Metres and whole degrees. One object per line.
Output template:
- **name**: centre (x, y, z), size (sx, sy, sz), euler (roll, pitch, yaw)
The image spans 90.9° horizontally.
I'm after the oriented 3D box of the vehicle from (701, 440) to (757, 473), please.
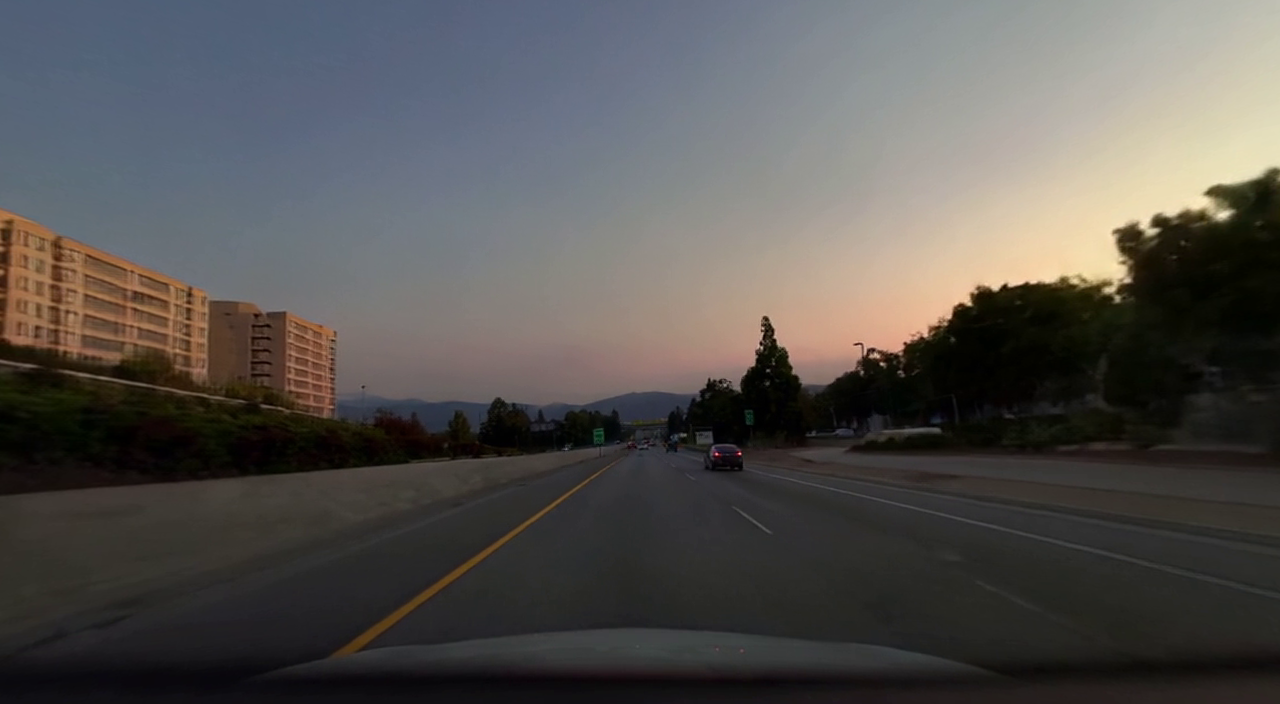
- **vehicle**: centre (4.306, 5.144, 31.235), size (2.042, 1.518, 4.477), euler (0, -9, -1)
